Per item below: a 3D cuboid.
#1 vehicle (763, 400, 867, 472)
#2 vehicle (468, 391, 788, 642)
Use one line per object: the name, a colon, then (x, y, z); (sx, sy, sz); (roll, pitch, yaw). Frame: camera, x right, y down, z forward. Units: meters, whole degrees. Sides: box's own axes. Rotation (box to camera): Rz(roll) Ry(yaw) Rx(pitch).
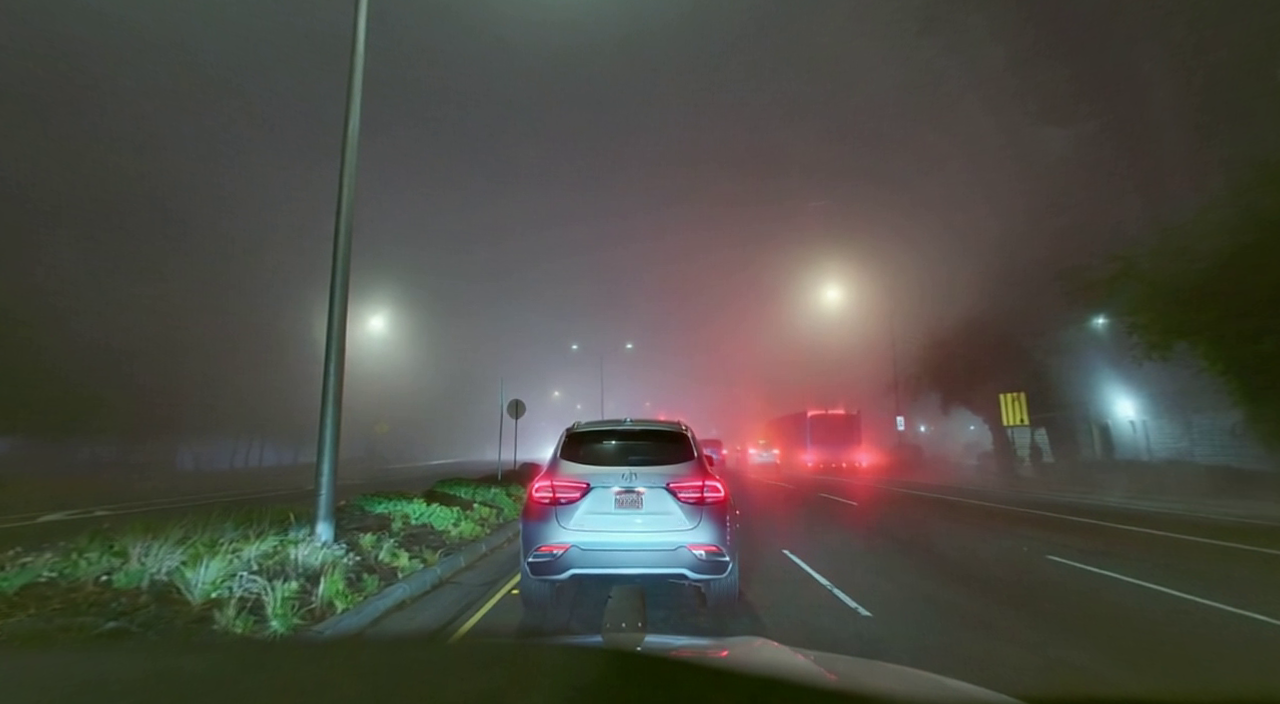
vehicle: (10.846, 5.519, 40.612); (3.025, 3.993, 11.243); (0, -8, -2)
vehicle: (-0.108, 1.418, 6.385); (2.172, 1.694, 4.055); (0, -8, -1)
